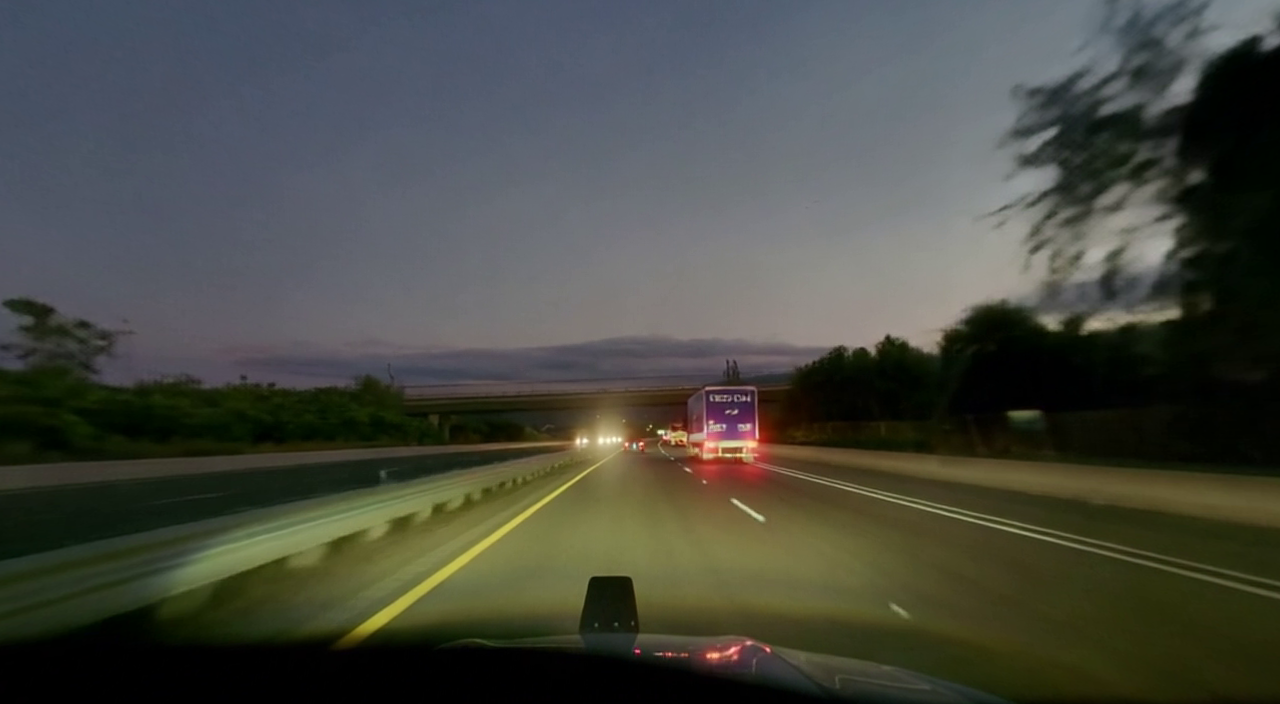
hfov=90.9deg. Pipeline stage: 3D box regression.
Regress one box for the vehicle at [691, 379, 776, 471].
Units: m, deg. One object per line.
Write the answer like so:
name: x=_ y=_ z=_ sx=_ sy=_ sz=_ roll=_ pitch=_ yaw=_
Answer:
vehicle: x=3.702 y=2.982 z=25.647 sx=2.913 sy=3.491 sz=2.811 roll=0 pitch=-8 yaw=-1

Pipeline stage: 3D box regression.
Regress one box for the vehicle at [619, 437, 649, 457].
vehicle: x=-0.414 y=6.627 z=44.378 sx=1.996 sy=1.325 sz=4.029 roll=0 pitch=-8 yaw=0
